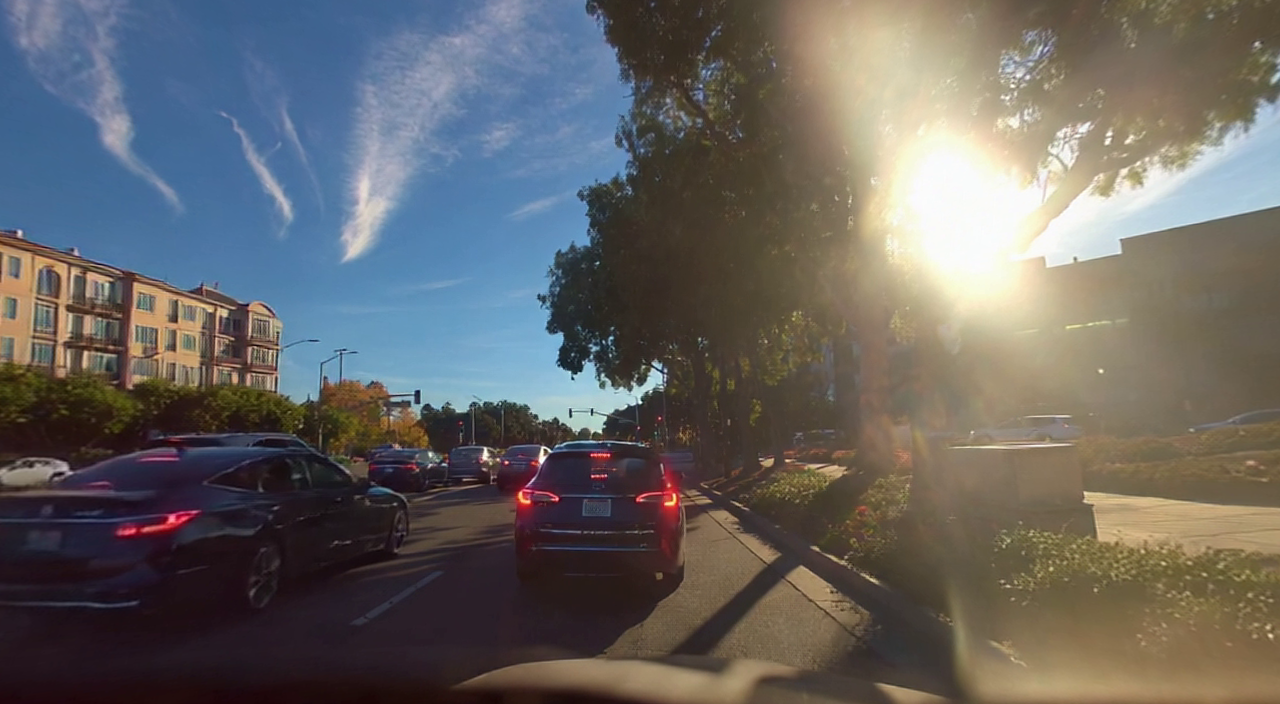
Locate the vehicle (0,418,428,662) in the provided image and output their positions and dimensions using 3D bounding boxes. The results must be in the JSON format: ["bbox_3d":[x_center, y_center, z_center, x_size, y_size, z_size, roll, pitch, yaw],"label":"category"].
[{"bbox_3d":[-3.924,1.532,6.347,1.913,1.521,4.539,0,-9,1],"label":"vehicle"}]

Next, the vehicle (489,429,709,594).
[{"bbox_3d":[-0.396,1.807,8.009,2.066,1.544,3.954,0,-9,0],"label":"vehicle"}]
